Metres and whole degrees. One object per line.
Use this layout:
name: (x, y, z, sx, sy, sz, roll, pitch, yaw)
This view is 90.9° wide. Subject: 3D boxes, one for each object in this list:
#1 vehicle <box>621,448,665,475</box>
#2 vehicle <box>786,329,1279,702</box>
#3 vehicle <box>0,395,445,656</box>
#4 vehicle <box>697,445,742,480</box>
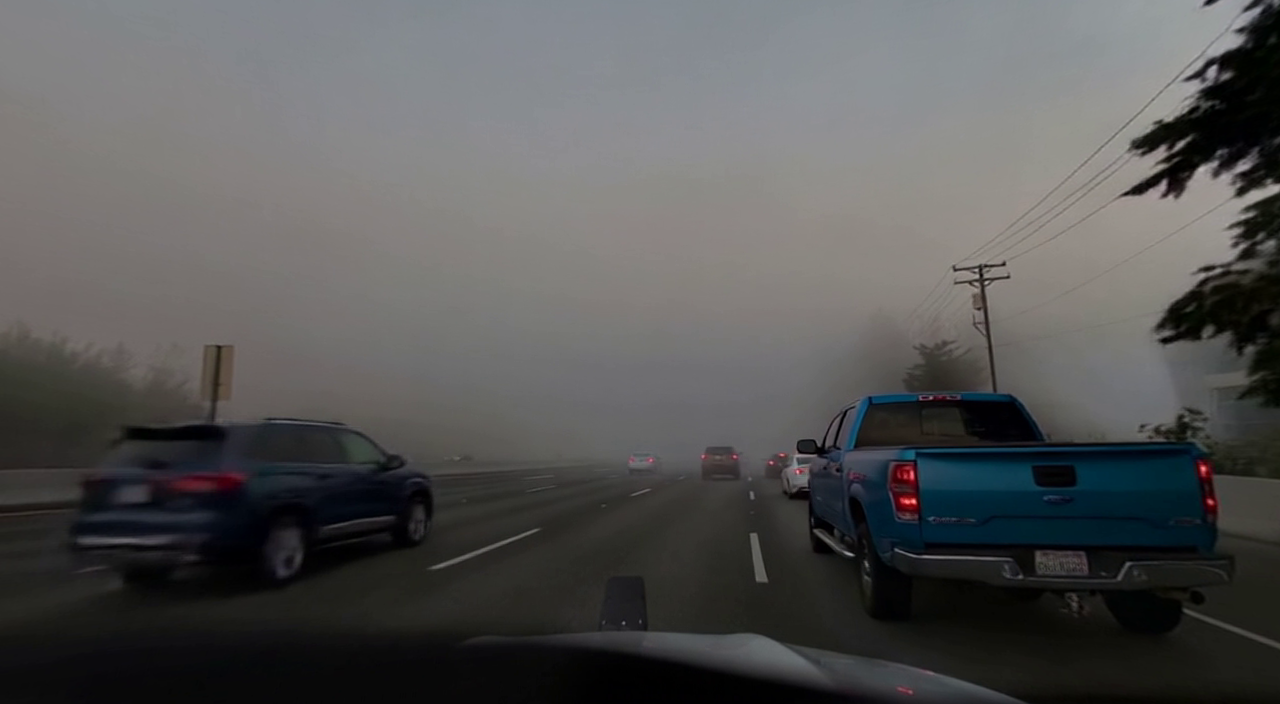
vehicle: (0.278, 6.730, 39.000, 2.119, 1.478, 4.644, -1, -9, 8)
vehicle: (3.399, 1.412, 7.078, 3.024, 2.092, 6.797, -1, -9, 10)
vehicle: (-4.239, 1.506, 6.686, 2.209, 1.714, 4.576, -1, -9, 10)
vehicle: (4.229, 5.726, 33.062, 2.080, 1.682, 4.150, -1, -9, 10)
